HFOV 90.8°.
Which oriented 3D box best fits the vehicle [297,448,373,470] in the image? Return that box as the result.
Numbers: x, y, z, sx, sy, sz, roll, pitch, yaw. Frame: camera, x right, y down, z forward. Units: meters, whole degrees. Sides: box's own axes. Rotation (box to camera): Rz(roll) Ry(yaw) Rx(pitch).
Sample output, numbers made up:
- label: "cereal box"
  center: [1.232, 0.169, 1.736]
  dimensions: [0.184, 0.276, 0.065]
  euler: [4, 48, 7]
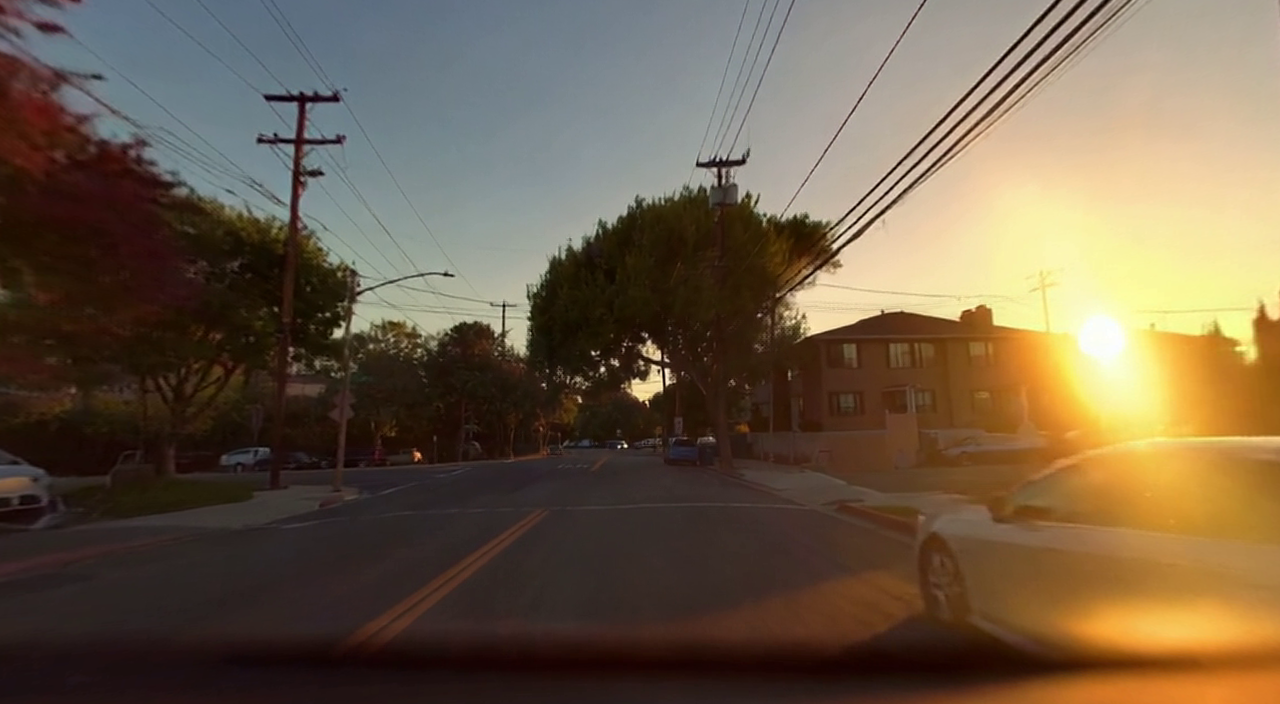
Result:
- label: "vehicle"
  center: [-22.013, 7.707, 45.775]
  dimensions: [1.797, 1.446, 4.694]
  euler: [-4, -10, 30]

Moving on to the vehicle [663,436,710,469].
- label: "vehicle"
  center: [2.391, 5.300, 33.532]
  dimensions: [1.999, 1.604, 4.065]
  euler: [0, -9, -2]

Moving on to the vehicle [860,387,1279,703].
- label: "vehicle"
  center: [3.080, 1.049, 3.245]
  dimensions: [2.053, 1.501, 4.765]
  euler: [0, -9, -2]

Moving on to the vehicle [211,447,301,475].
- label: "vehicle"
  center: [-25.042, 7.103, 41.335]
  dimensions: [1.814, 1.462, 4.703]
  euler: [-8, -10, 30]
